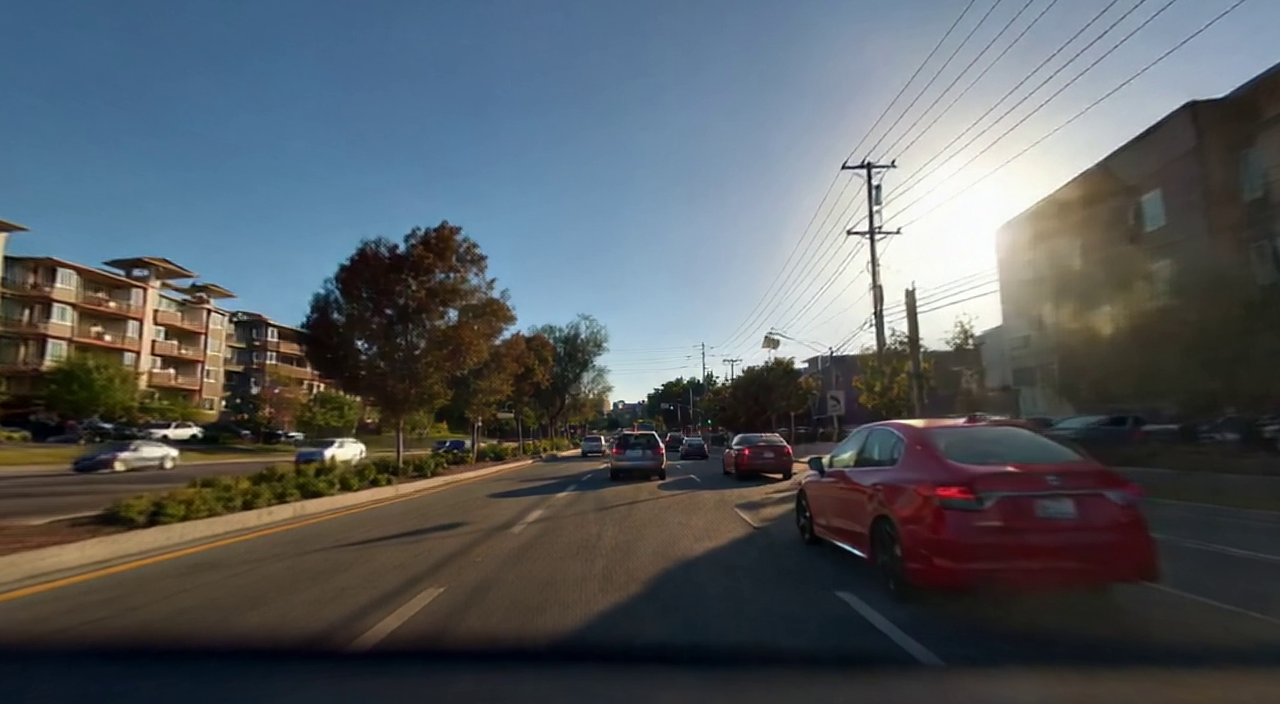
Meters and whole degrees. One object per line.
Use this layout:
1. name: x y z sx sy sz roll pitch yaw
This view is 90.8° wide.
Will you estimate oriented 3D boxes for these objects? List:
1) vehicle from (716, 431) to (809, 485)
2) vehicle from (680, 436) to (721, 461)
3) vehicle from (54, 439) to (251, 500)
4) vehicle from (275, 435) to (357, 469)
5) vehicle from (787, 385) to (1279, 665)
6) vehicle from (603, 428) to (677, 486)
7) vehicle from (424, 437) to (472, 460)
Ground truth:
1. vehicle: 3.825 3.403 20.573 2.086 1.534 4.351 0 -8 -1
2. vehicle: 3.699 5.990 39.221 2.054 1.461 4.321 0 -8 -1
3. vehicle: -13.272 3.199 17.671 1.932 1.455 4.485 0 -8 0
4. vehicle: -17.068 5.291 33.607 1.905 1.634 4.617 0 -8 0
5. vehicle: 3.131 1.376 6.205 2.123 1.657 4.719 0 -8 -2
6. vehicle: -0.018 3.262 19.846 2.073 1.606 3.933 0 -8 -1
7. vehicle: -13.973 7.045 46.282 1.951 1.538 4.940 0 -8 1
